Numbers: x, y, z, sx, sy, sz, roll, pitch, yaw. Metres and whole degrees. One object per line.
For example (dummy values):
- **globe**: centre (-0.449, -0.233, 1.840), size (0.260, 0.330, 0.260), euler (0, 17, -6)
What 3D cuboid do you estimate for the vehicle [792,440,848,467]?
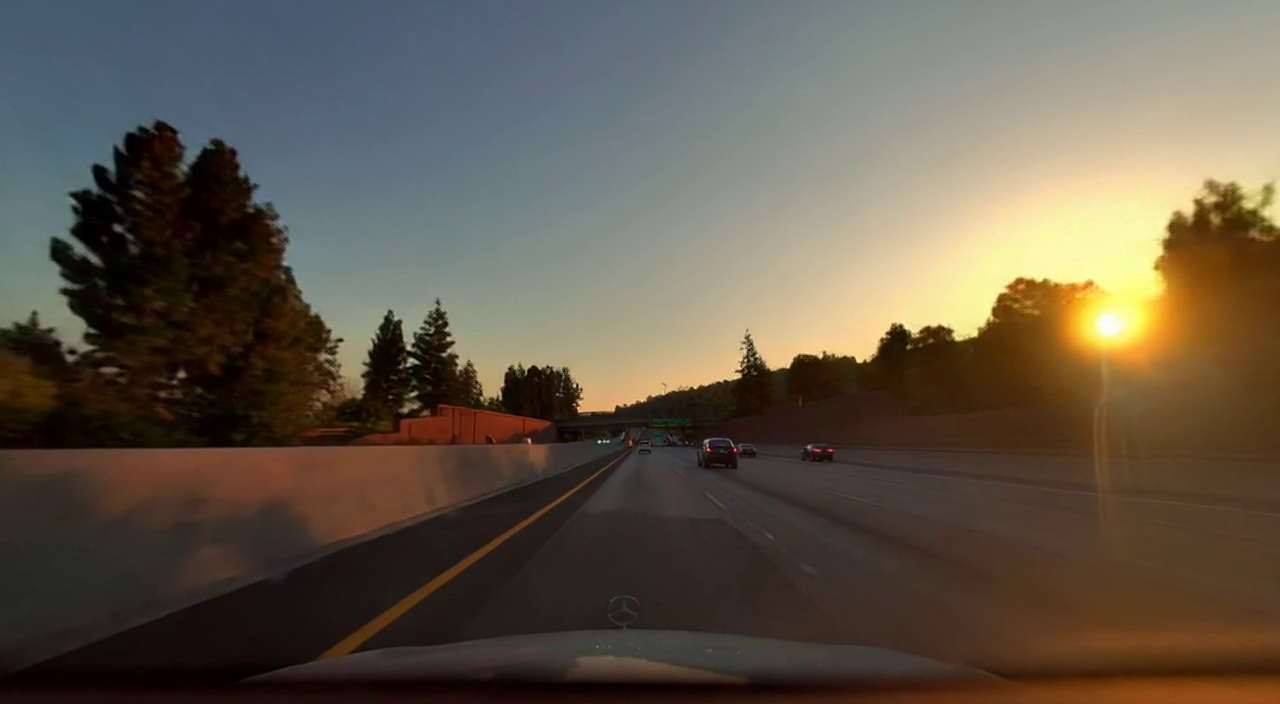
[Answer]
- **vehicle**: centre (10.401, 5.892, 36.791), size (1.970, 1.479, 4.480), euler (0, -8, 0)

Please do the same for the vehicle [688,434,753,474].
- **vehicle**: centre (3.478, 4.545, 28.190), size (2.326, 1.644, 4.206), euler (0, -8, -1)
